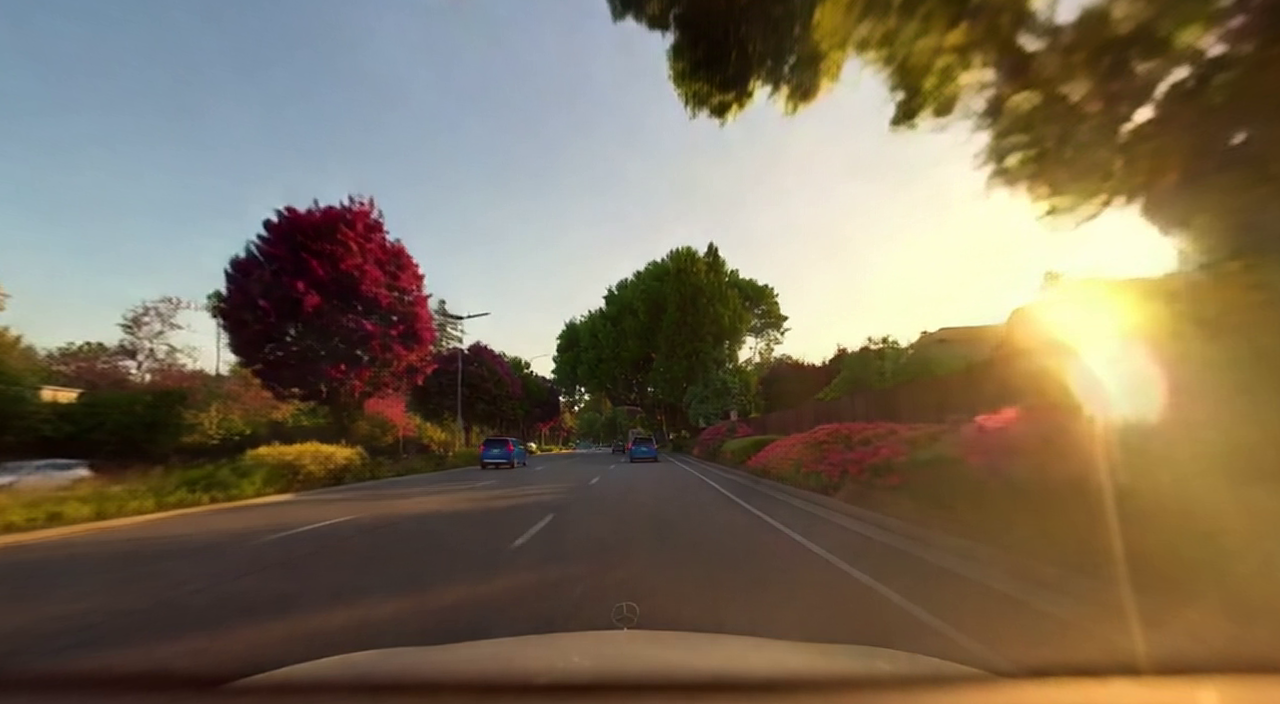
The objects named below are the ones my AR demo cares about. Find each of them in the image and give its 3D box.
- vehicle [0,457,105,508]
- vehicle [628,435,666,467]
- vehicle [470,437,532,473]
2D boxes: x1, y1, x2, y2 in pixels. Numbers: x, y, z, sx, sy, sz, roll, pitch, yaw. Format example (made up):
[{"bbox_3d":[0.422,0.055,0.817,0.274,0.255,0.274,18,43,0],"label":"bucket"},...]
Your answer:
[{"bbox_3d":[-20.764,4.281,20.933,1.877,1.507,4.722,0,-9,0],"label":"vehicle"},{"bbox_3d":[0.420,5.817,37.328,2.070,1.764,4.552,0,-9,1],"label":"vehicle"},{"bbox_3d":[-6.838,5.135,31.627,1.993,1.657,4.487,0,-9,1],"label":"vehicle"}]
